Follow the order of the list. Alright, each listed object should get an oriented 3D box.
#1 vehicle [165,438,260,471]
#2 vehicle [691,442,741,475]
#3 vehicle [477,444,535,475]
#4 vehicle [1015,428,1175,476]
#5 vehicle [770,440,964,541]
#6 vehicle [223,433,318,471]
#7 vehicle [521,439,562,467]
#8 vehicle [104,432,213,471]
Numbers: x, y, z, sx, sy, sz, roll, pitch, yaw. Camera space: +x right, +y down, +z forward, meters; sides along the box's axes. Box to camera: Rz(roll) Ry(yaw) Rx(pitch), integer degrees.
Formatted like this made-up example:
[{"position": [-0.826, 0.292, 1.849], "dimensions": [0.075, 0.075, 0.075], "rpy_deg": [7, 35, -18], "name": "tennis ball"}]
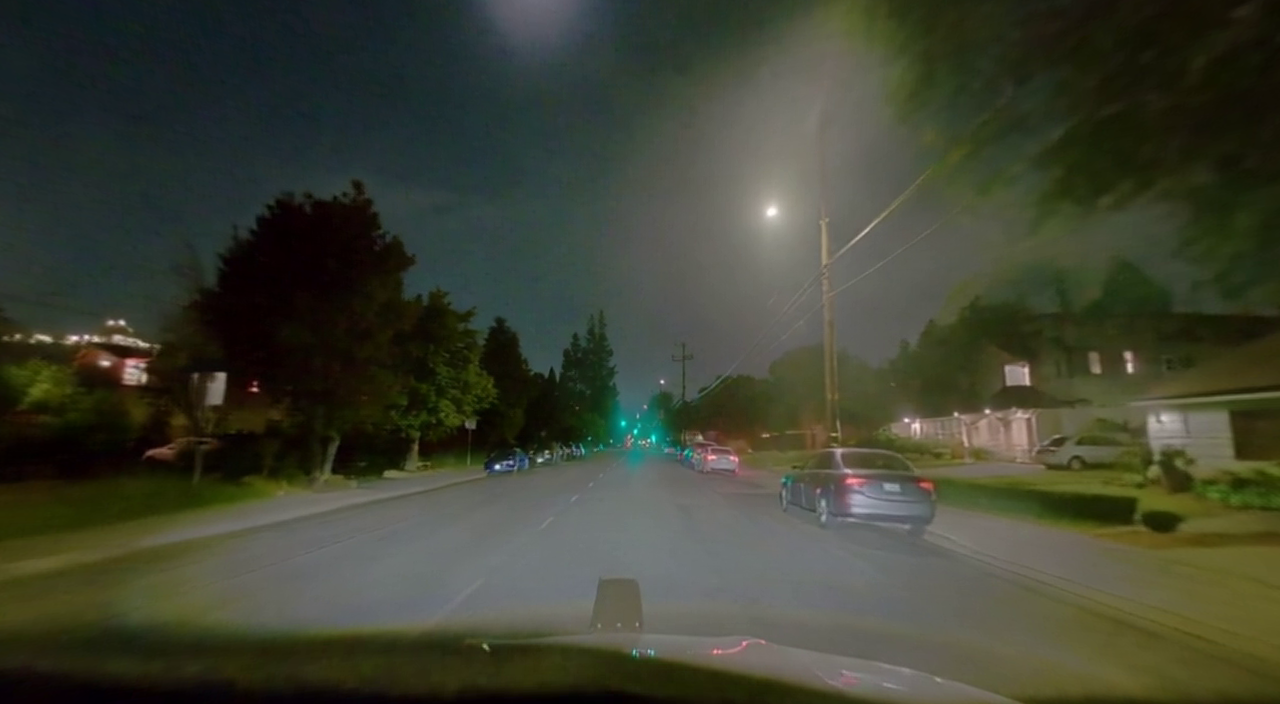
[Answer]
[{"position": [-20.398, 4.903, 30.363], "dimensions": [1.791, 1.500, 3.846], "rpy_deg": [0, -9, 1], "name": "vehicle"}, {"position": [3.499, 5.023, 29.940], "dimensions": [1.763, 1.432, 4.323], "rpy_deg": [0, -9, -1], "name": "vehicle"}, {"position": [-6.643, 5.377, 31.838], "dimensions": [2.031, 1.454, 4.410], "rpy_deg": [0, -9, -1], "name": "vehicle"}, {"position": [16.683, 3.690, 23.341], "dimensions": [4.355, 1.674, 1.914], "rpy_deg": [0, -9, 0], "name": "vehicle"}, {"position": [3.731, 2.325, 11.272], "dimensions": [1.782, 1.439, 4.037], "rpy_deg": [1, -9, -3], "name": "vehicle"}, {"position": [-18.001, 4.900, 31.070], "dimensions": [1.925, 1.750, 4.489], "rpy_deg": [0, -9, 1], "name": "vehicle"}, {"position": [-6.556, 6.794, 42.604], "dimensions": [2.031, 1.799, 4.587], "rpy_deg": [0, -9, 0], "name": "vehicle"}, {"position": [-23.271, 4.817, 30.745], "dimensions": [1.879, 1.761, 4.199], "rpy_deg": [0, -9, 1], "name": "vehicle"}]
